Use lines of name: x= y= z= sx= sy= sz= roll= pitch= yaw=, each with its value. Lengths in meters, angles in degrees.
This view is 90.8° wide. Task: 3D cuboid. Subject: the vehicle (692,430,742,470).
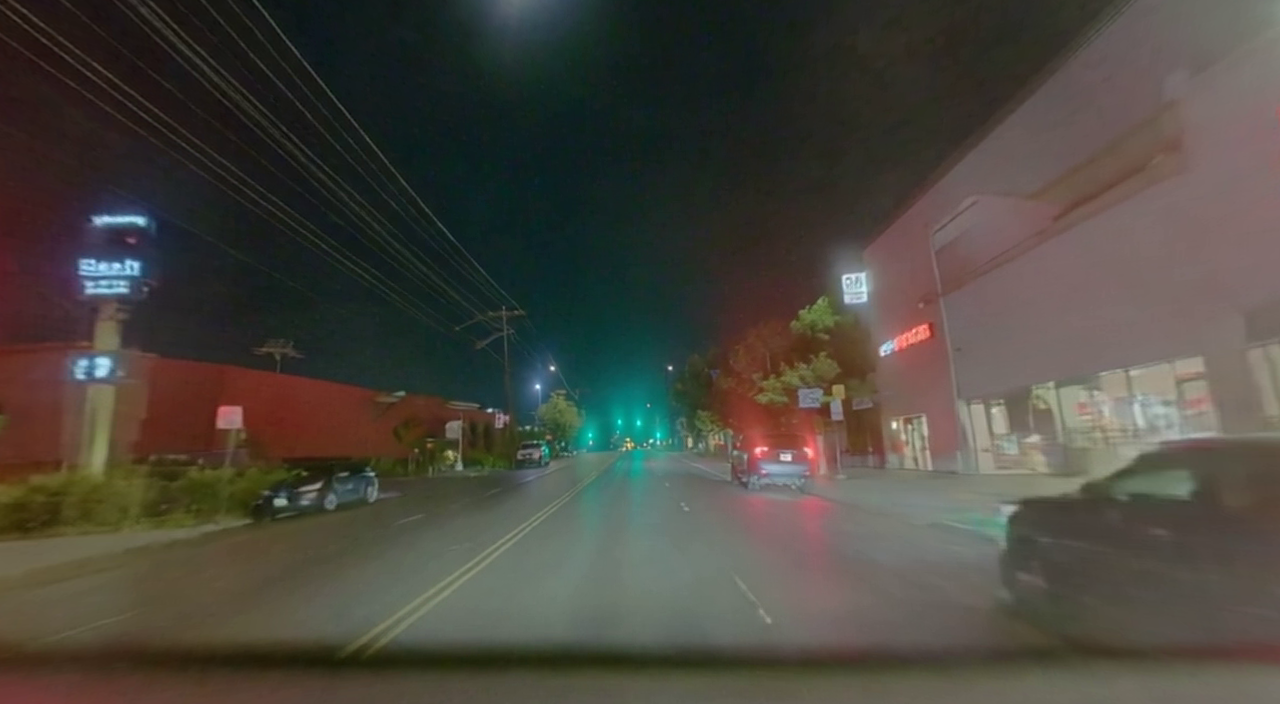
vehicle: x=3.961 y=5.129 z=33.317 sx=2.011 sy=1.902 sz=4.763 roll=-1 pitch=-8 yaw=0

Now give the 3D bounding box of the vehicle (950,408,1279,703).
vehicle: x=3.667 y=1.047 z=3.032 sx=1.990 sy=1.521 sz=4.693 roll=-1 pitch=-8 yaw=0

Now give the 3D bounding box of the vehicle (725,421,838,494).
vehicle: x=4.035 y=3.108 z=18.988 sx=2.080 sy=1.893 sz=4.699 roll=0 pitch=-8 yaw=-3

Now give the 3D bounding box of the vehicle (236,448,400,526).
vehicle: x=-7.758 y=3.224 z=15.764 sx=1.872 sy=1.455 sz=4.350 roll=-4 pitch=-8 yaw=-1

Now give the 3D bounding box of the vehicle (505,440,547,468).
vehicle: x=-7.823 y=6.996 z=43.649 sx=1.992 sy=1.676 sz=4.429 roll=-4 pitch=-8 yaw=0
